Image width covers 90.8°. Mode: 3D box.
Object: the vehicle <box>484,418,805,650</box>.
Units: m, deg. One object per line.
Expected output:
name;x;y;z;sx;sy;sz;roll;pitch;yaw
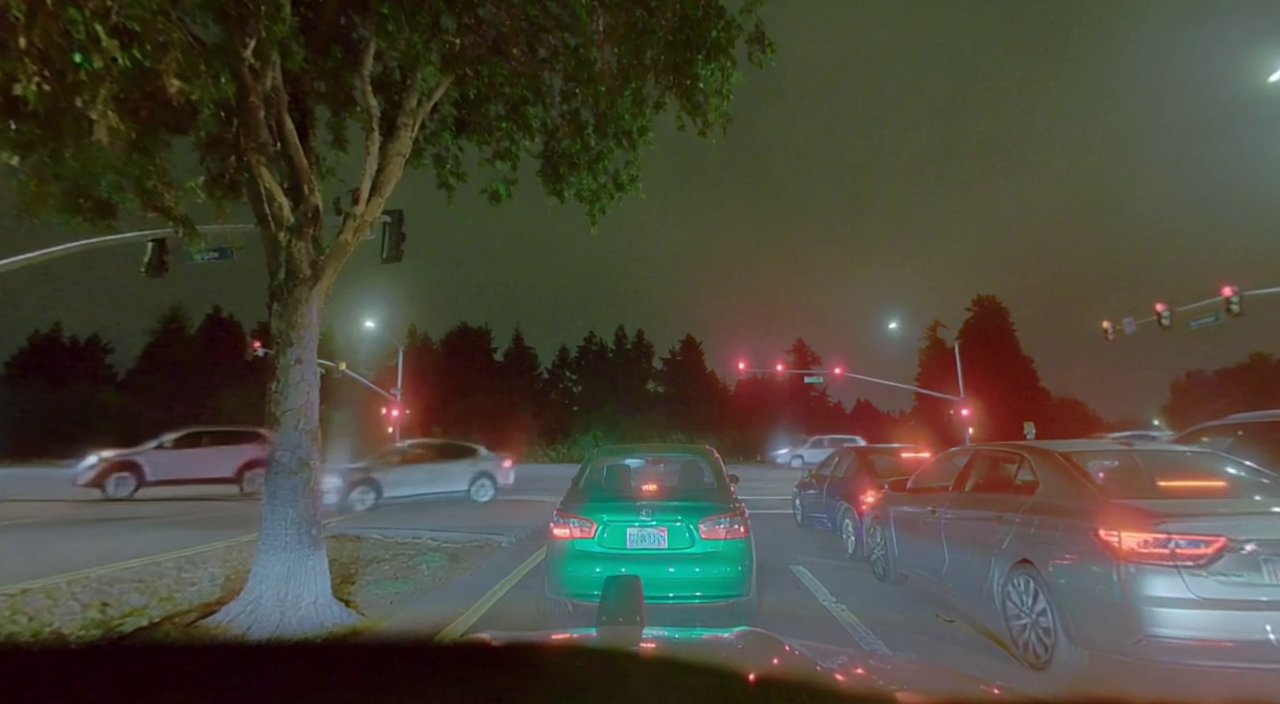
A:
vehicle;0.024;1.469;6.158;2.026;1.458;4.175;0;-9;0

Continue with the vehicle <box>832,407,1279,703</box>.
vehicle;3.092;1.299;4.857;1.861;1.479;4.371;0;-9;0

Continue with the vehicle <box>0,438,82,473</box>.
vehicle;-30.245;5.013;30.760;4.517;1.637;1.935;-1;-9;8

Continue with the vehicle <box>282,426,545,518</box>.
vehicle;-4.258;2.314;12.748;2.047;1.473;4.673;-5;-10;32

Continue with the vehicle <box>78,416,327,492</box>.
vehicle;-11.433;2.692;16.958;1.998;1.709;4.984;-5;-10;33
